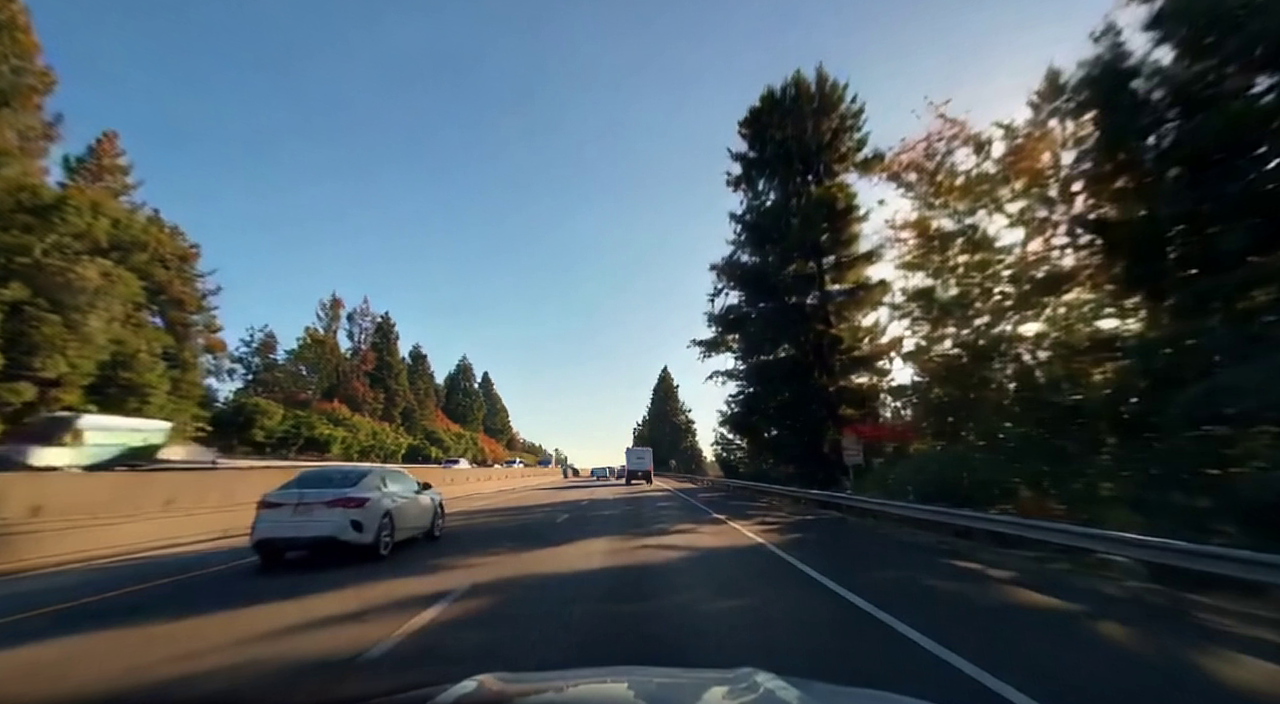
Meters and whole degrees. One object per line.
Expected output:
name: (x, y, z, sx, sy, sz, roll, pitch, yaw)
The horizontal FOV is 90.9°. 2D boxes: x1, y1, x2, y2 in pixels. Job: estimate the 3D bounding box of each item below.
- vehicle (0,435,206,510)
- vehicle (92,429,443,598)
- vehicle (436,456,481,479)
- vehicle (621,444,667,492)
vehicle: (-12.746, 2.811, 14.842, 1.871, 1.478, 4.406, 1, -11, 0)
vehicle: (-4.258, 1.935, 8.168, 2.100, 1.605, 3.883, 1, -11, 0)
vehicle: (-13.135, 8.414, 45.849, 1.995, 1.543, 4.047, 1, -11, 0)
vehicle: (0.200, 6.835, 37.033, 2.482, 2.549, 5.447, 1, -11, -1)
